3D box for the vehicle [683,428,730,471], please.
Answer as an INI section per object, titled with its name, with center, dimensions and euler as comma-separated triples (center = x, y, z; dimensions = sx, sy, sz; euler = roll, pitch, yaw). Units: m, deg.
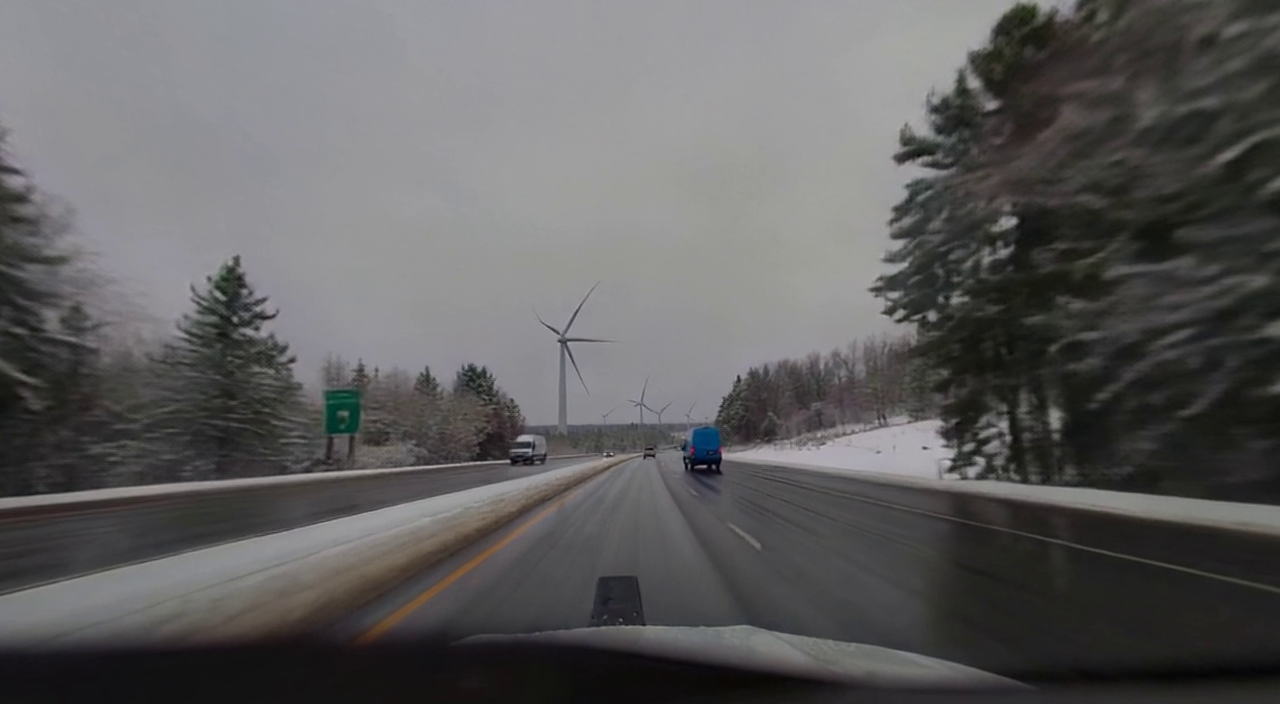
[vehicle]
center = 4.376, 6.591, 42.674
dimensions = 2.437, 2.735, 5.507
euler = 0, -9, -1
